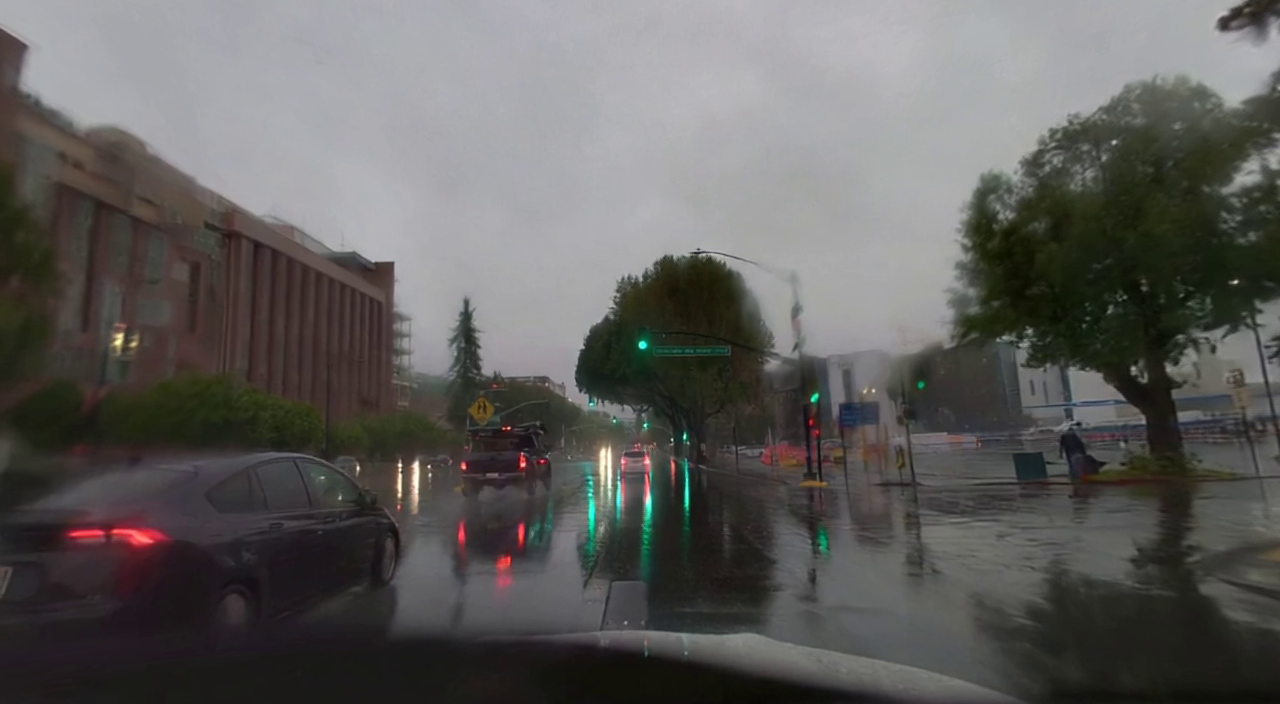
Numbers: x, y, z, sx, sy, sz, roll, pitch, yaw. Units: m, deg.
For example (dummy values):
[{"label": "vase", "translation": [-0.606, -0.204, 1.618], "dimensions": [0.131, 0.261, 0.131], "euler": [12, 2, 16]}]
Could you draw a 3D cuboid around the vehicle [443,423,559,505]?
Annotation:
[{"label": "vehicle", "translation": [-3.822, 3.188, 18.368], "dimensions": [2.240, 2.054, 4.662], "euler": [0, -9, 1]}]

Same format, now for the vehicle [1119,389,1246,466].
[{"label": "vehicle", "translation": [32.852, 4.689, 38.719], "dimensions": [3.103, 4.140, 8.643], "euler": [-4, -9, 23]}]

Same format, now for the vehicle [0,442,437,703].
[{"label": "vehicle", "translation": [-3.450, 1.492, 5.336], "dimensions": [1.959, 1.406, 4.527], "euler": [0, -9, 0]}]

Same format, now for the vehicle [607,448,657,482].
[{"label": "vehicle", "translation": [-0.363, 5.180, 29.172], "dimensions": [2.171, 1.422, 4.146], "euler": [0, -9, -1]}]

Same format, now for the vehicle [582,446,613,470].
[{"label": "vehicle", "translation": [-3.151, 7.980, 47.570], "dimensions": [2.047, 1.664, 4.148], "euler": [0, -9, 1]}]
